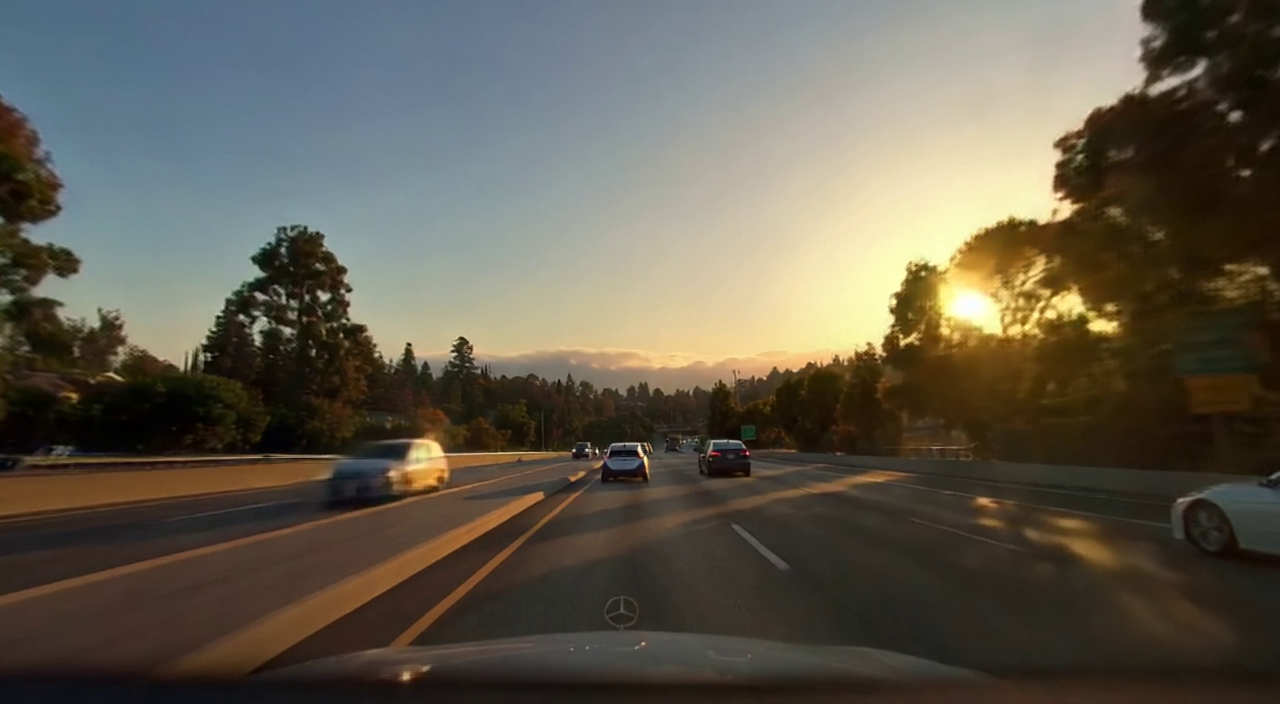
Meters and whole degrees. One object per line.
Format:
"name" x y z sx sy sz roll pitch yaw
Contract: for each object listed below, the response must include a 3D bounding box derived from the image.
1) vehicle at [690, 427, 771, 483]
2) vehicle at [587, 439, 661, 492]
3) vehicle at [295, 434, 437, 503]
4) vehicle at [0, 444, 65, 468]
"vehicle" 3.237 3.808 23.548 2.186 1.842 4.553 0 -8 -2
"vehicle" -0.450 3.433 19.523 2.040 1.451 3.736 0 -8 0
"vehicle" -7.346 3.140 17.495 1.939 1.661 4.295 0 -8 1
"vehicle" -37.872 6.413 38.866 3.332 1.408 1.576 0 -8 -2
